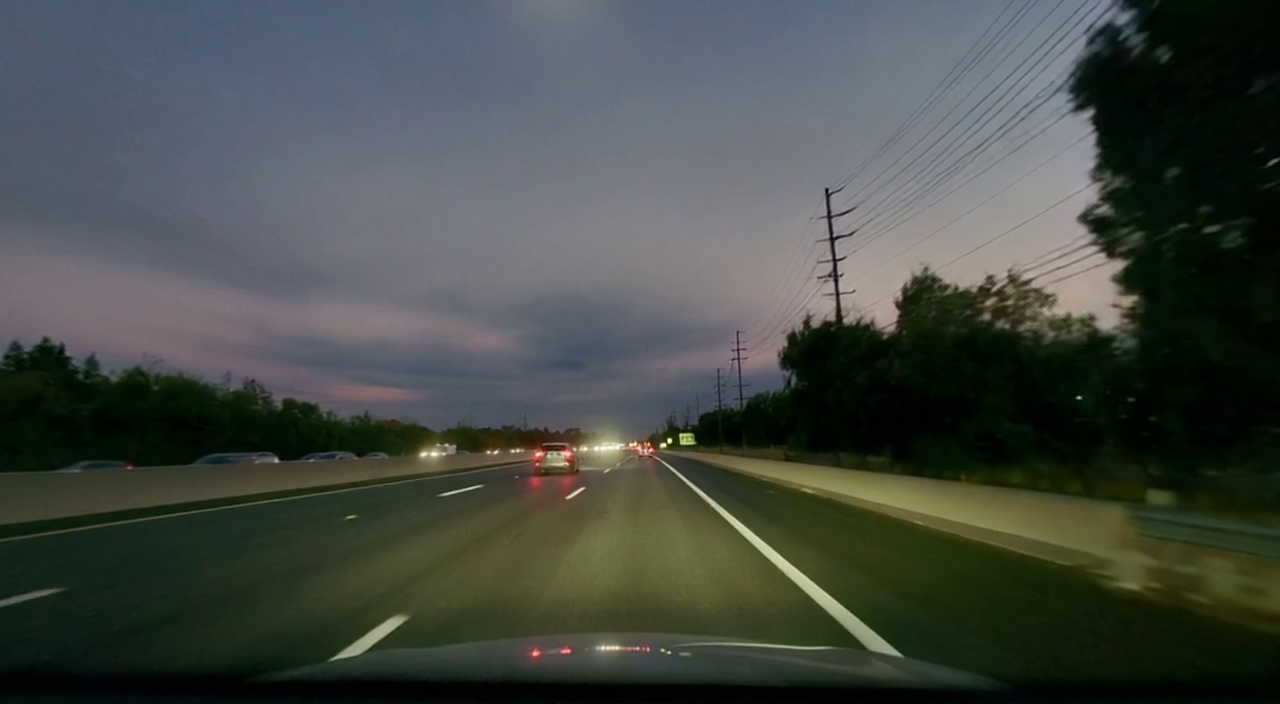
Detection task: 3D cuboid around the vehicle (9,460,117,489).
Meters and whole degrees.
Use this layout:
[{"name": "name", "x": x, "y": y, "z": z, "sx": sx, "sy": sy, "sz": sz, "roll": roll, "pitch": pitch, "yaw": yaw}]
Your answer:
[{"name": "vehicle", "x": -32.443, "y": 6.871, "z": 35.599, "sx": 1.842, "sy": 1.472, "sz": 4.518, "roll": 0, "pitch": -9, "yaw": 0}]

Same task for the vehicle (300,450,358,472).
[{"name": "vehicle", "x": -24.338, "y": 8.547, "z": 49.474, "sx": 1.969, "sy": 1.643, "sz": 4.768, "roll": 0, "pitch": -9, "yaw": 1}]

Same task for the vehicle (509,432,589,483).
[{"name": "vehicle", "x": -3.719, "y": 4.473, "z": 26.921, "sx": 2.577, "sy": 1.939, "sz": 5.408, "roll": 0, "pitch": -9, "yaw": 1}]

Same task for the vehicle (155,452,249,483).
[{"name": "vehicle", "x": -24.191, "y": 6.375, "z": 34.978, "sx": 1.918, "sy": 1.568, "sz": 4.469, "roll": 0, "pitch": -9, "yaw": 1}]
